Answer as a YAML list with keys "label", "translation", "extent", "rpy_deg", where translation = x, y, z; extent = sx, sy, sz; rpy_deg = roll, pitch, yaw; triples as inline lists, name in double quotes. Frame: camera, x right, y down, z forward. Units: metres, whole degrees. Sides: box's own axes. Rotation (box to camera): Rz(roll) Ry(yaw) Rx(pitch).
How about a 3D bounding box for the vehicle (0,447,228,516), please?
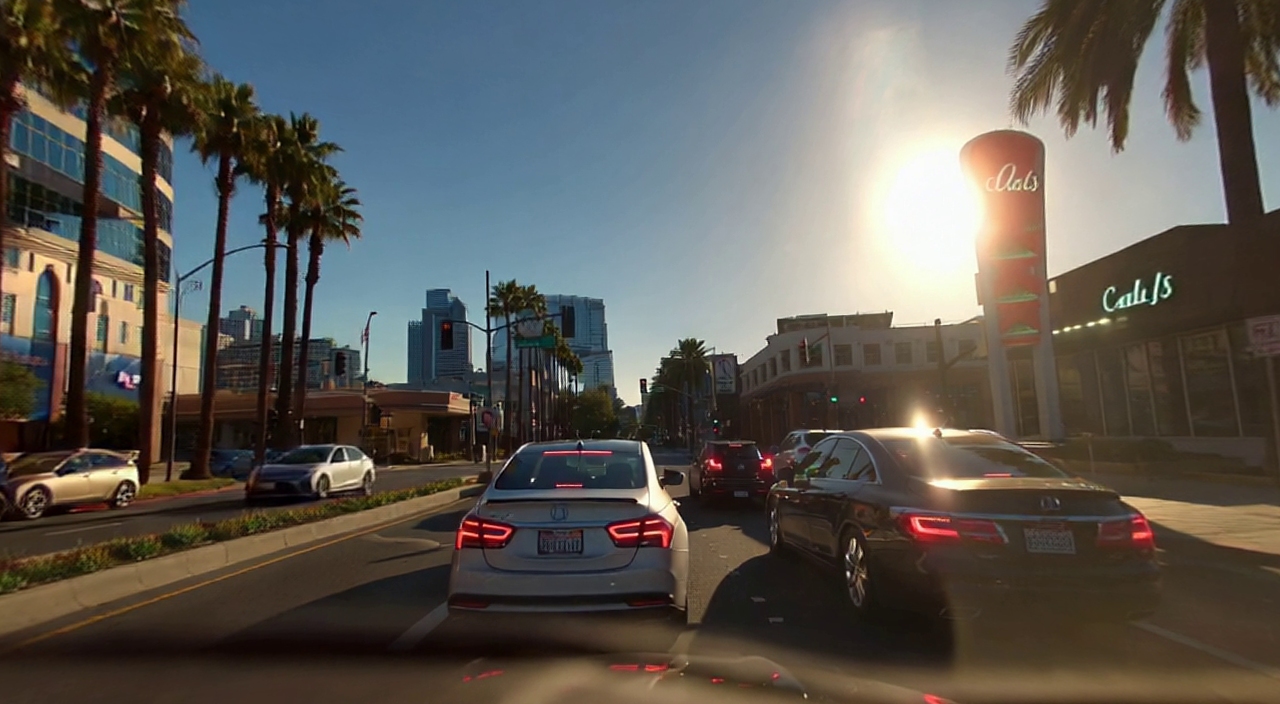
- label: "vehicle"
  translation: [-12.856, 3.138, 15.936]
  extent: [1.870, 1.475, 4.531]
  rpy_deg: [0, -9, 0]

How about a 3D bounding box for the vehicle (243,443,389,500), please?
- label: "vehicle"
  translation: [-9.191, 3.406, 18.445]
  extent: [1.949, 1.442, 4.502]
  rpy_deg: [0, -9, -2]

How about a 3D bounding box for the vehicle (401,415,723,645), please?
- label: "vehicle"
  translation: [-0.512, 1.473, 6.236]
  extent: [2.096, 1.492, 4.071]
  rpy_deg: [0, -9, 0]

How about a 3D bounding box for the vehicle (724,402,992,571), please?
- label: "vehicle"
  translation: [2.617, 1.761, 8.993]
  extent: [2.096, 1.775, 4.440]
  rpy_deg: [0, -9, -2]

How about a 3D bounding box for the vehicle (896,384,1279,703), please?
- label: "vehicle"
  translation: [2.606, 0.813, 1.499]
  extent: [2.085, 1.469, 4.458]
  rpy_deg: [0, -9, -1]
